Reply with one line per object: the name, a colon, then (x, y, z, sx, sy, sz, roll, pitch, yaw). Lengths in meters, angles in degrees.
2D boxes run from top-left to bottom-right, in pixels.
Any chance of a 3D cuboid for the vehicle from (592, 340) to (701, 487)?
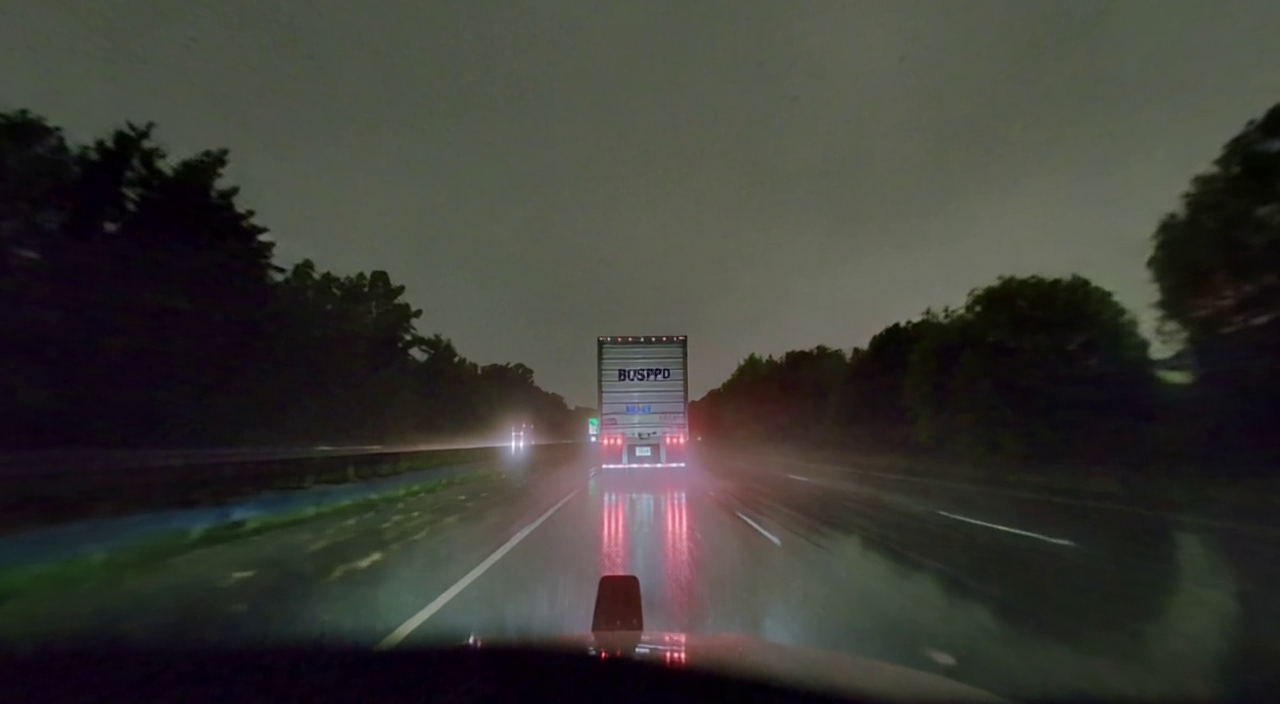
vehicle: (0.127, 2.192, 21.018, 2.870, 3.911, 8.697, 0, -8, -1)
